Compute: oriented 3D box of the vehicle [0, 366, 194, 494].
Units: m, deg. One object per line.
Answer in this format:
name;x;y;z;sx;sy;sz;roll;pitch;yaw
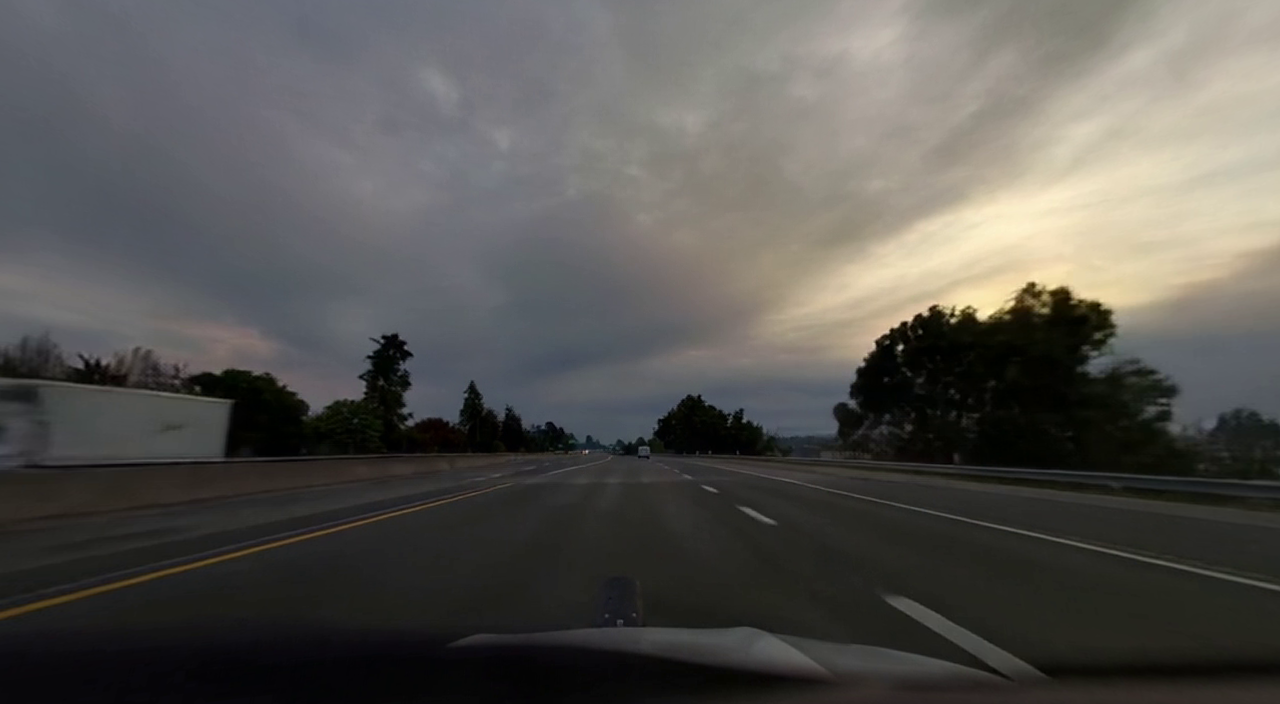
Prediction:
vehicle;-17.203;2.362;18.327;2.685;3.137;7.722;0;-9;0
